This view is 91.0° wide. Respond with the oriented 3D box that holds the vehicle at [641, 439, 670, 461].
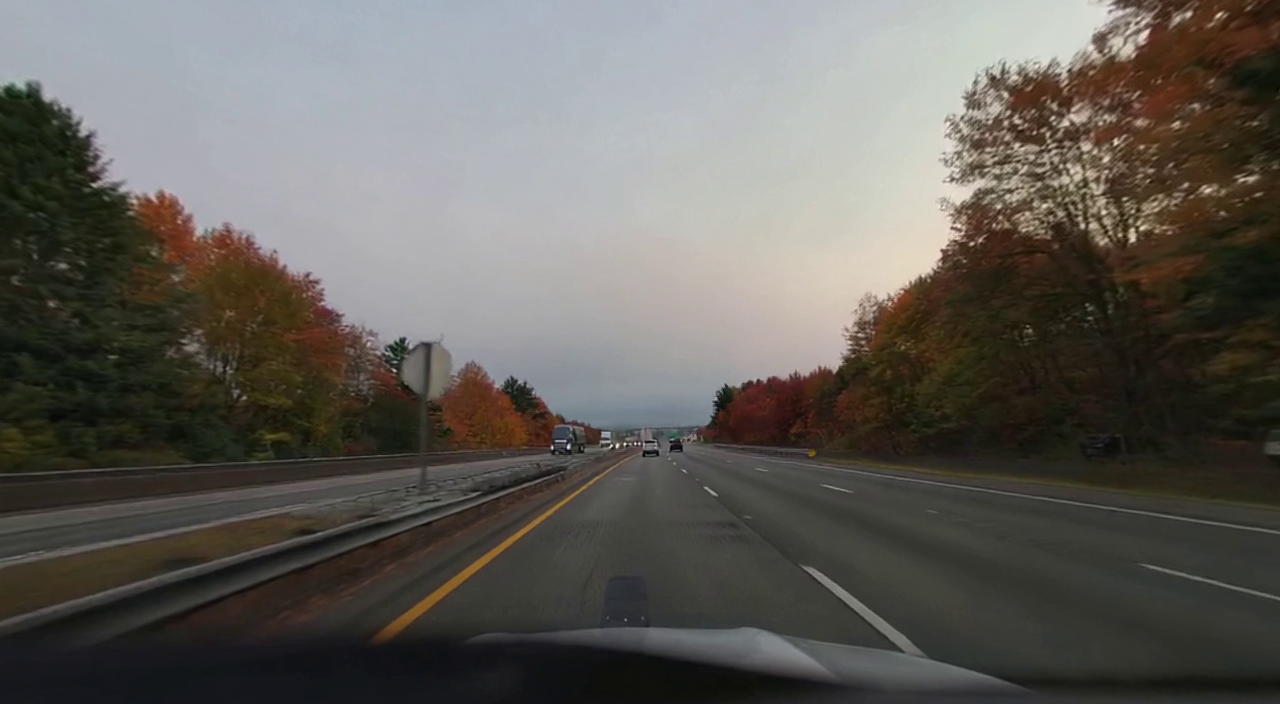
[{"bbox_3d":[1.062,6.946,44.615,1.924,1.498,3.817,0,-8,0],"label":"vehicle"}]
